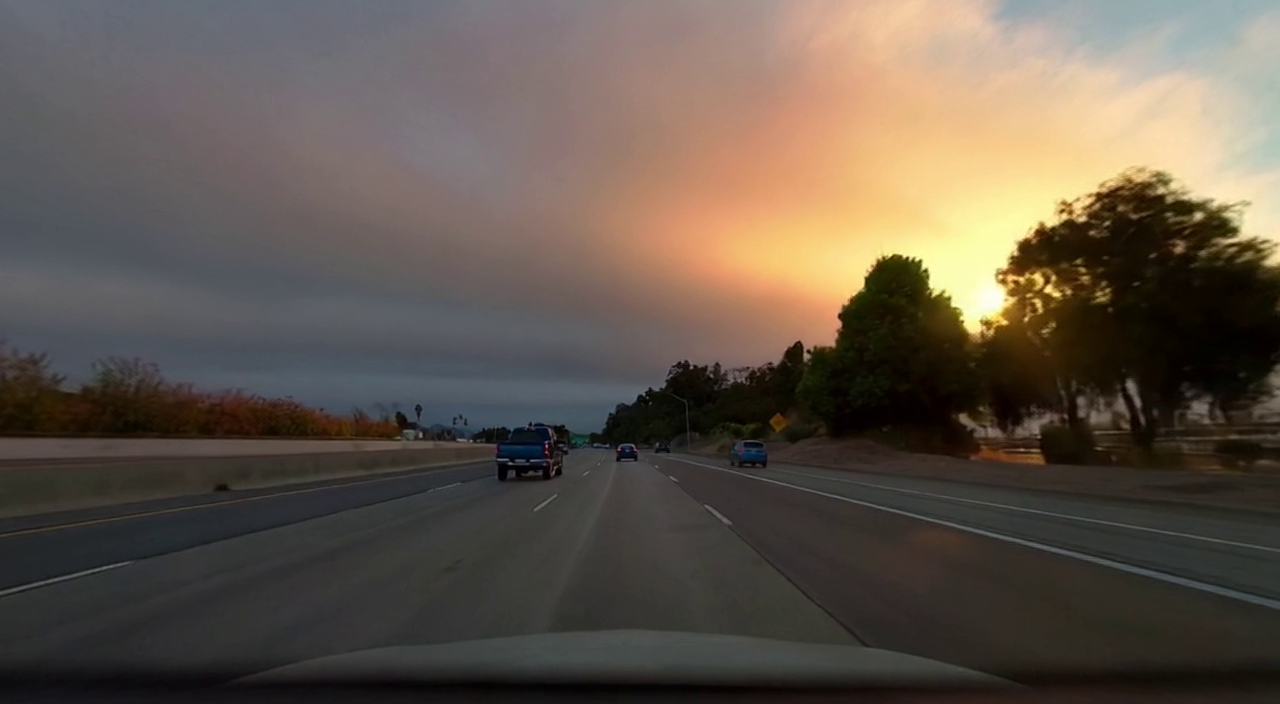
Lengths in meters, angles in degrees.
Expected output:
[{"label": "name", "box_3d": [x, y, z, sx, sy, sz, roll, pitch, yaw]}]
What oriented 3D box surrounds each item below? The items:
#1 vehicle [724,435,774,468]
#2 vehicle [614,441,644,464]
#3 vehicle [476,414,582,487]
[{"label": "vehicle", "box_3d": [6.677, 6.191, 39.402, 2.103, 1.898, 5.310, 0, -9, -1]}, {"label": "vehicle", "box_3d": [-0.787, 7.563, 47.515, 2.157, 1.642, 4.189, 0, -9, -1]}, {"label": "vehicle", "box_3d": [-3.652, 3.437, 22.228, 2.592, 2.179, 6.034, 0, -9, 0]}]
